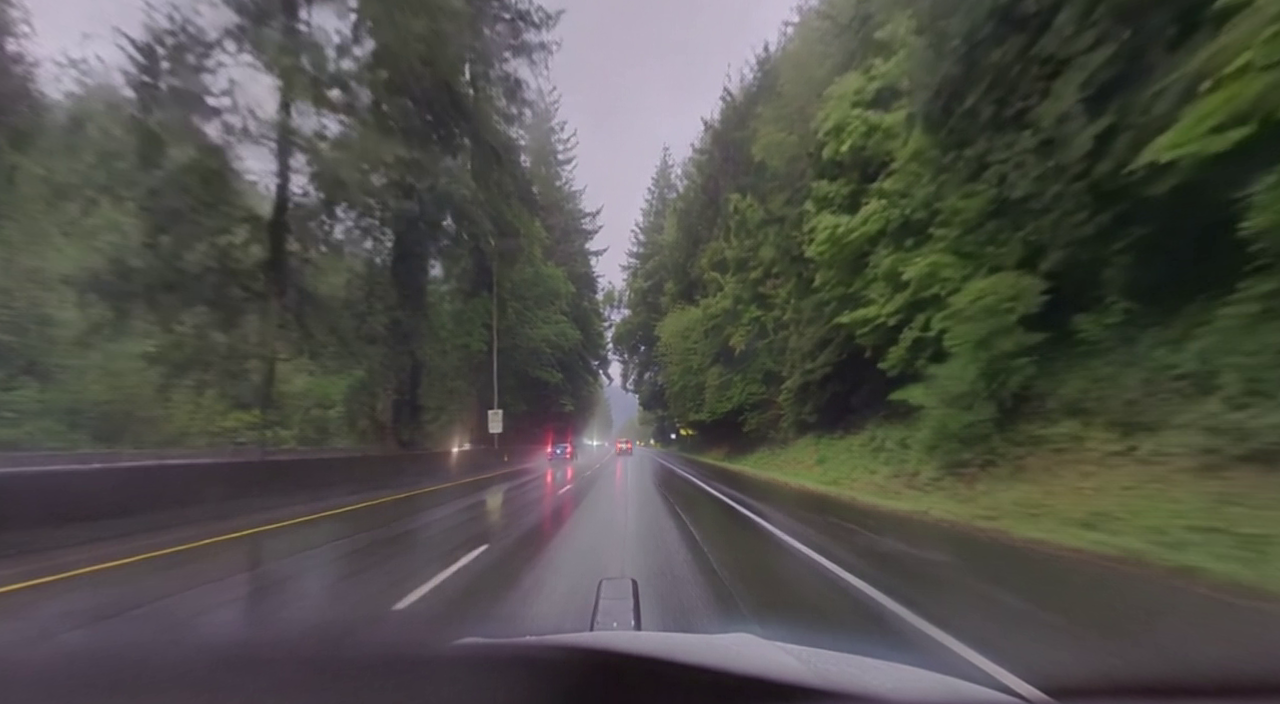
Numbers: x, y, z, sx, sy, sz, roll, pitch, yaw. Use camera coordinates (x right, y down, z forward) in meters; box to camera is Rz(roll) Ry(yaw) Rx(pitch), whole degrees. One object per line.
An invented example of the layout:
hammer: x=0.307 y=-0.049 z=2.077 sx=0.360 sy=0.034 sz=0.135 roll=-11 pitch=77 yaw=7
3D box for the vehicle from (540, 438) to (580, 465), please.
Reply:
vehicle: x=-5.075 y=6.366 z=40.489 sx=2.111 sy=1.645 sz=4.382 roll=0 pitch=-8 yaw=-1
